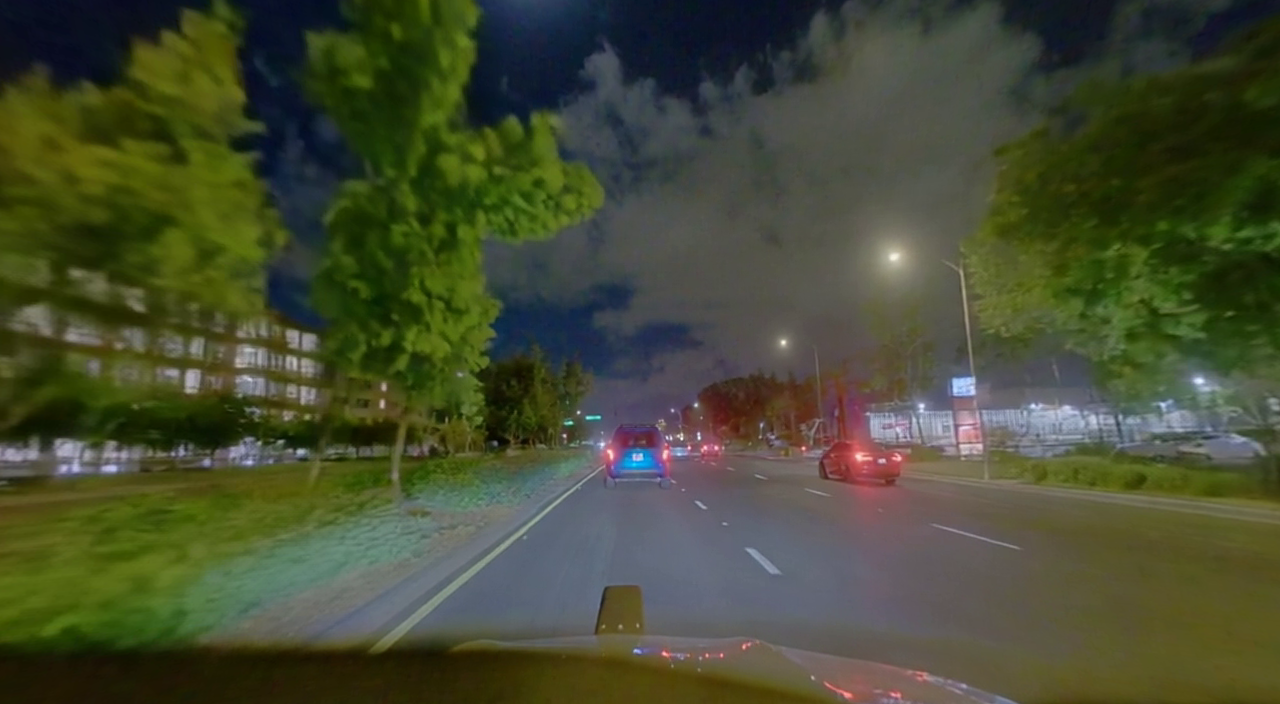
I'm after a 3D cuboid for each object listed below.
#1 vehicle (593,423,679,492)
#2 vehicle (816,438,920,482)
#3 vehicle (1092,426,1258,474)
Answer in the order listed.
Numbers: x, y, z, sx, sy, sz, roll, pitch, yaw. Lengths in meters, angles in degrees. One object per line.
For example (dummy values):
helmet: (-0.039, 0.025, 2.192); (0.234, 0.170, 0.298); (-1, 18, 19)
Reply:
vehicle: (-0.132, 3.111, 18.911); (2.277, 1.816, 4.192); (0, -9, -1)
vehicle: (8.295, 3.967, 23.508); (2.002, 1.456, 4.631); (0, -9, -2)
vehicle: (19.451, 3.552, 23.102); (4.333, 1.521, 1.824); (-2, -7, 0)
